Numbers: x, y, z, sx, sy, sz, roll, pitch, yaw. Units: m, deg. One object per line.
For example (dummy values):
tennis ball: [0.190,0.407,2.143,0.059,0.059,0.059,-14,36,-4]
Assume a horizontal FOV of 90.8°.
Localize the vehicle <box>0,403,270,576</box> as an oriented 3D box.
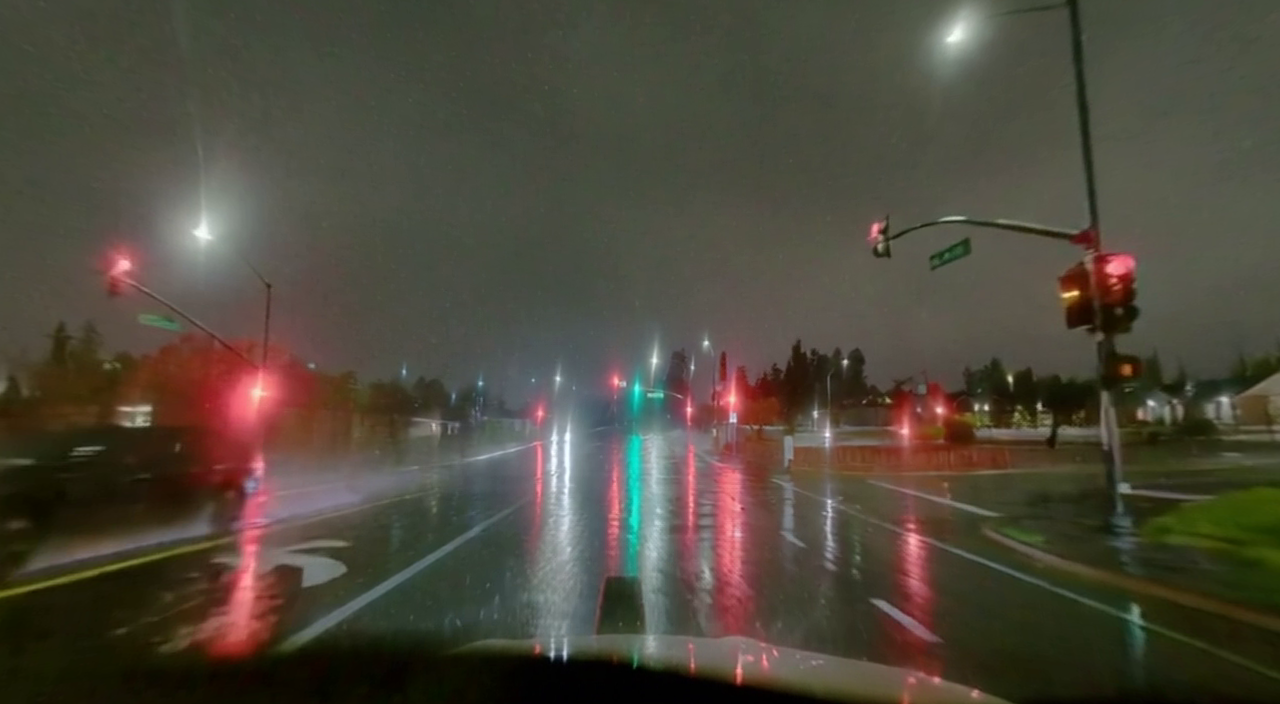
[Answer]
vehicle: [-7.707,1.728,8.612,2.262,1.761,4.966,0,-8,0]
